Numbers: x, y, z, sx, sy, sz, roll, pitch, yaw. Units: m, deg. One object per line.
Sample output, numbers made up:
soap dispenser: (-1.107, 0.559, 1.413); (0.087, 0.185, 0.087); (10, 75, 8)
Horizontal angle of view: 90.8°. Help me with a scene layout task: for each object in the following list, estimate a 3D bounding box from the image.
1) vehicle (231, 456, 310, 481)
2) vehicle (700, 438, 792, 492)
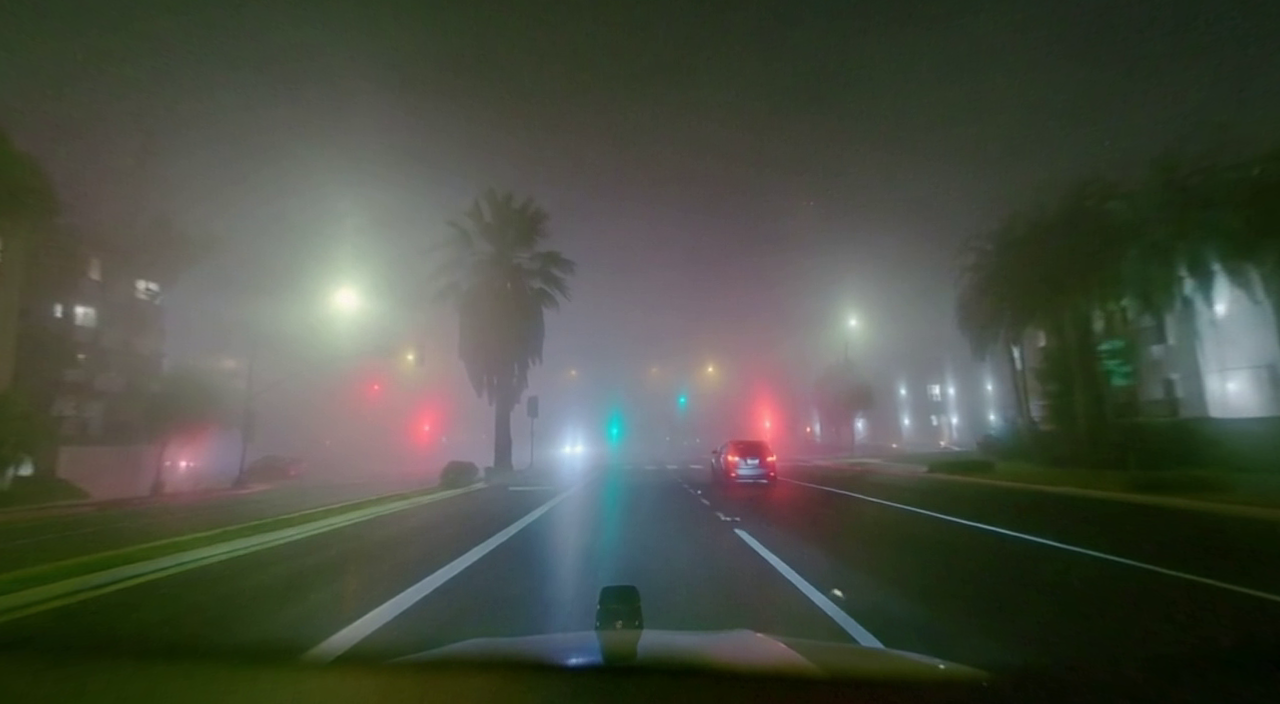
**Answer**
vehicle: (-26.748, 8.431, 45.790); (4.558, 1.718, 2.151); (-2, -8, 9)
vehicle: (3.099, 3.403, 19.428); (1.964, 1.448, 4.295); (0, -8, -1)
